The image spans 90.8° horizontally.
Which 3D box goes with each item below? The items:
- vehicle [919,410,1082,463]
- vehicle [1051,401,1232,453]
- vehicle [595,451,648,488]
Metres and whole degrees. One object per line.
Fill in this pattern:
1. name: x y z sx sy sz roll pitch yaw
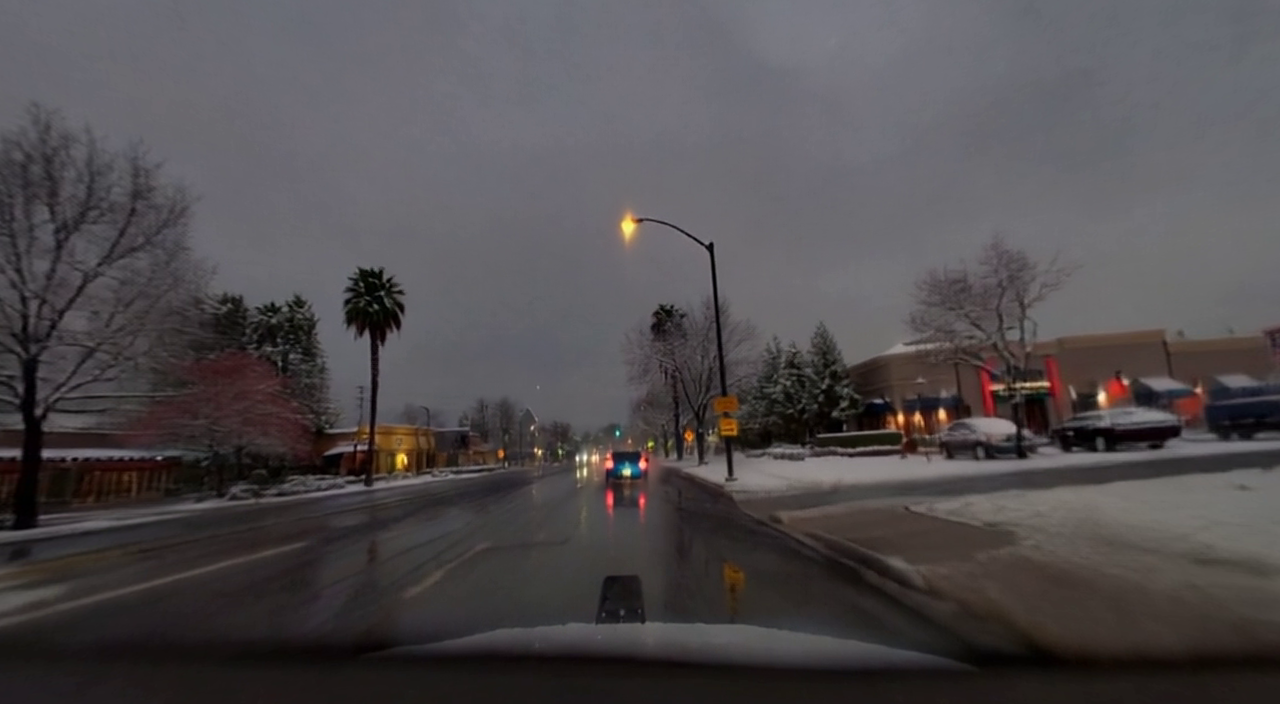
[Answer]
1. vehicle: 12.571 3.074 22.360 1.873 1.657 4.557 5 -11 -30
2. vehicle: 17.815 2.789 22.714 1.856 1.665 4.574 5 -11 -32
3. vehicle: -0.788 5.183 28.142 2.156 1.462 4.495 0 -9 -1
